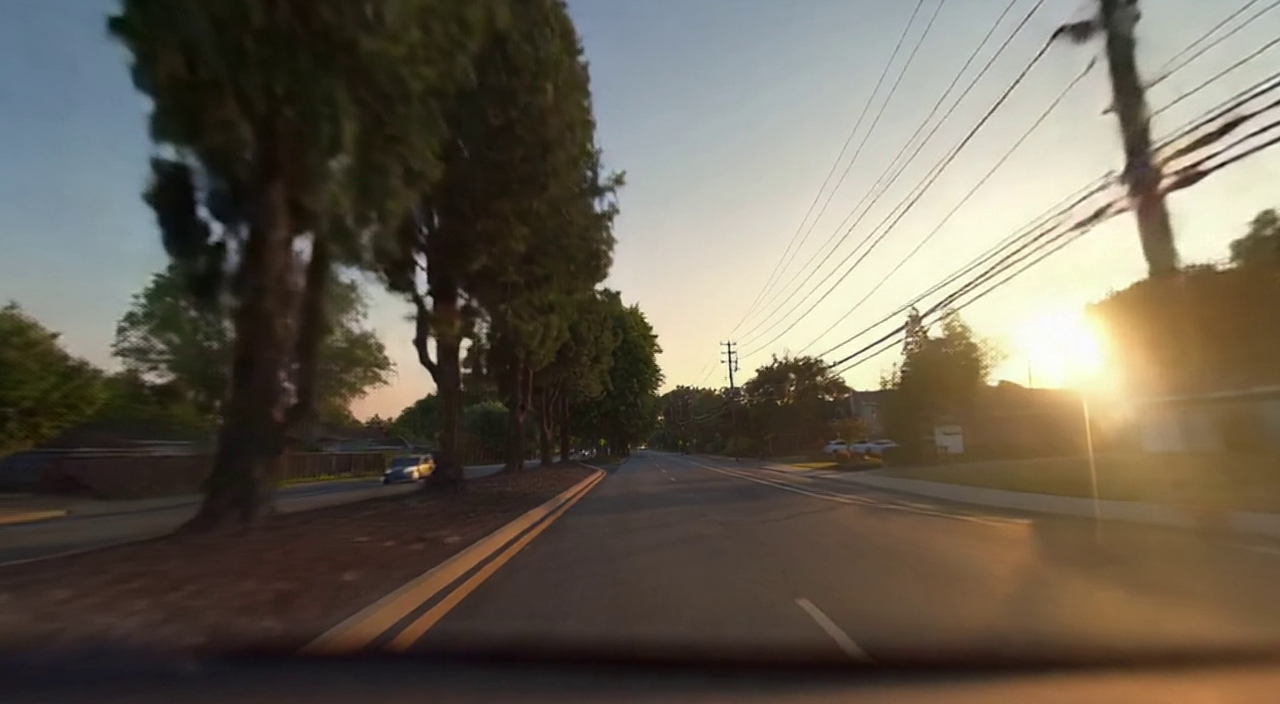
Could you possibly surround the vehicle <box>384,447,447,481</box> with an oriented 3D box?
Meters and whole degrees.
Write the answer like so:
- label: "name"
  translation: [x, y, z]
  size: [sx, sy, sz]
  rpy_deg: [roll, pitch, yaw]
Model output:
- label: "vehicle"
  translation: [-13.503, 6.724, 38.361]
  size: [2.112, 1.847, 4.765]
  rpy_deg: [0, -8, -1]
